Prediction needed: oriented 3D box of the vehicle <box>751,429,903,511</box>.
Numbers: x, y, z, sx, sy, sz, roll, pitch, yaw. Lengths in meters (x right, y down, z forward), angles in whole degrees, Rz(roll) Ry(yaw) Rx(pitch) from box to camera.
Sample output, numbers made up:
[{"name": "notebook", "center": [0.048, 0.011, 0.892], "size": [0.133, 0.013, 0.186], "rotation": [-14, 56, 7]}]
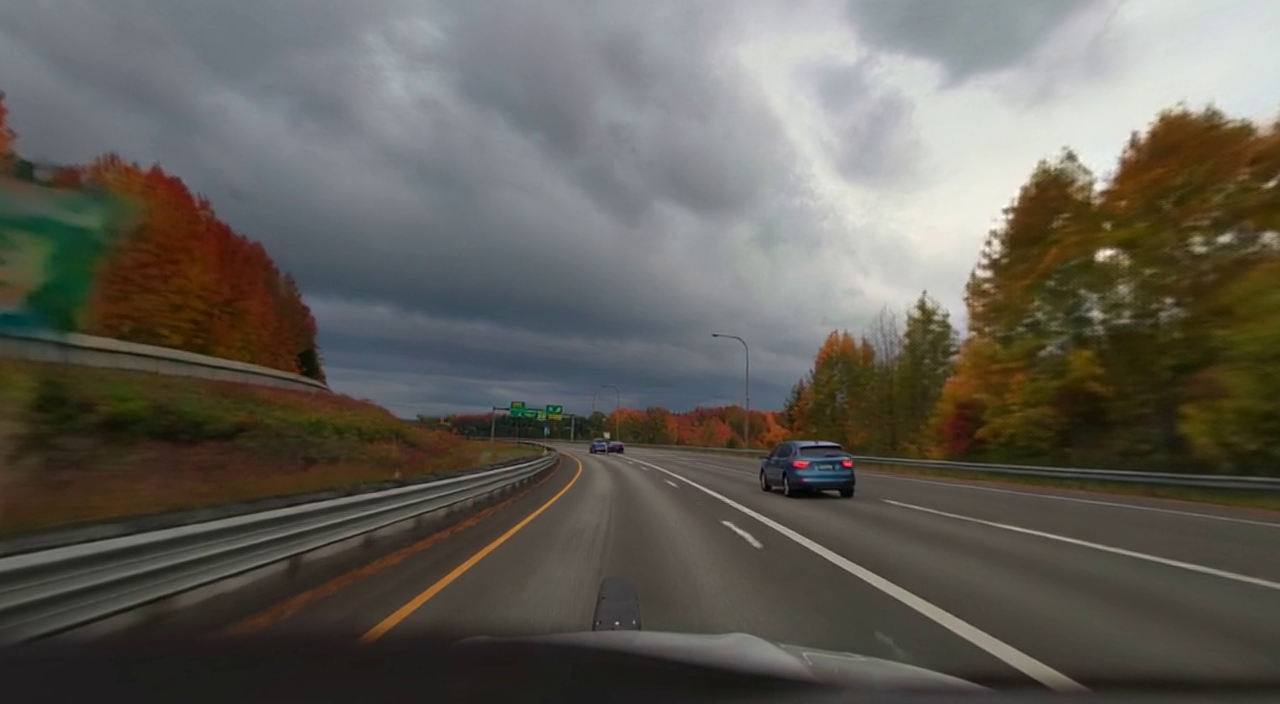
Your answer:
[{"name": "vehicle", "center": [3.978, 2.583, 14.132], "size": [1.952, 1.536, 4.036], "rotation": [0, -9, -4]}]
